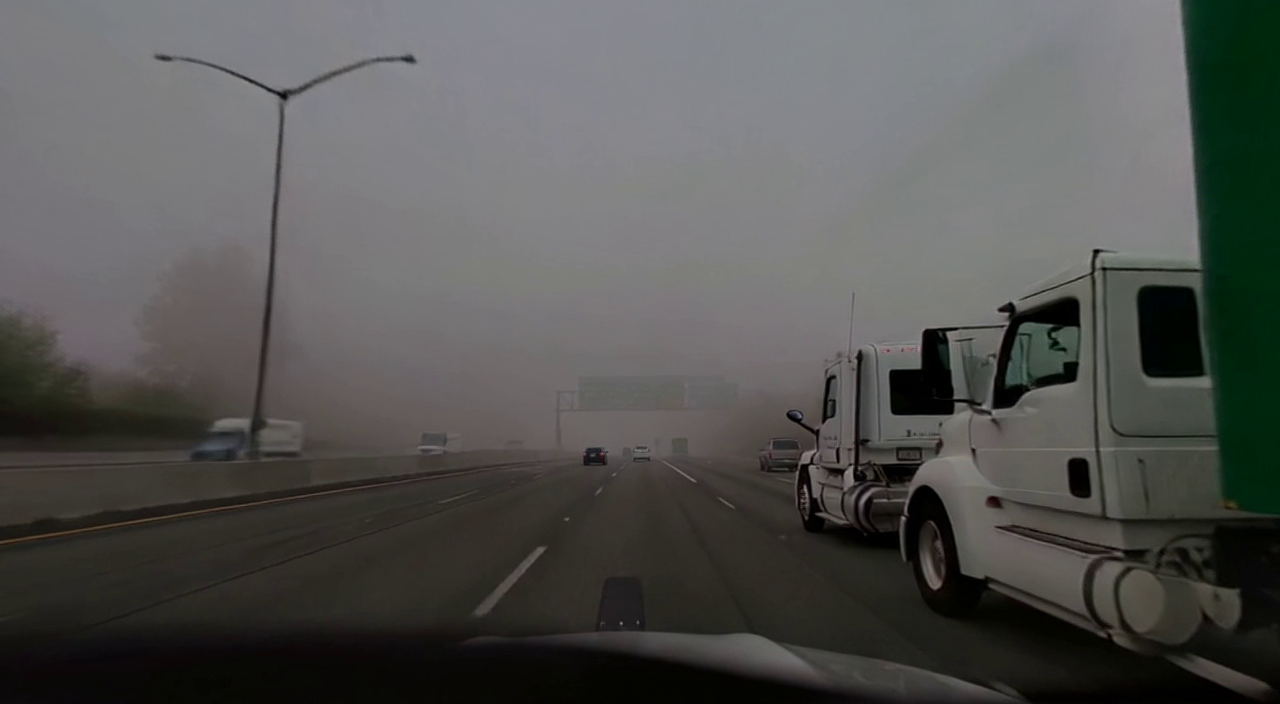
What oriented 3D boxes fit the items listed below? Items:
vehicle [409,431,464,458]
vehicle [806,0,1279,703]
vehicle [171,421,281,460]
[{"bbox_3d":[-14.289,6.552,44.459,2.205,1.808,4.768,0,-9,1],"label":"vehicle"},{"bbox_3d":[3.961,-0.401,1.595,2.899,4.078,16.430,0,-9,1],"label":"vehicle"},{"bbox_3d":[-17.817,3.867,27.357,1.972,1.514,4.040,0,-9,0],"label":"vehicle"}]
